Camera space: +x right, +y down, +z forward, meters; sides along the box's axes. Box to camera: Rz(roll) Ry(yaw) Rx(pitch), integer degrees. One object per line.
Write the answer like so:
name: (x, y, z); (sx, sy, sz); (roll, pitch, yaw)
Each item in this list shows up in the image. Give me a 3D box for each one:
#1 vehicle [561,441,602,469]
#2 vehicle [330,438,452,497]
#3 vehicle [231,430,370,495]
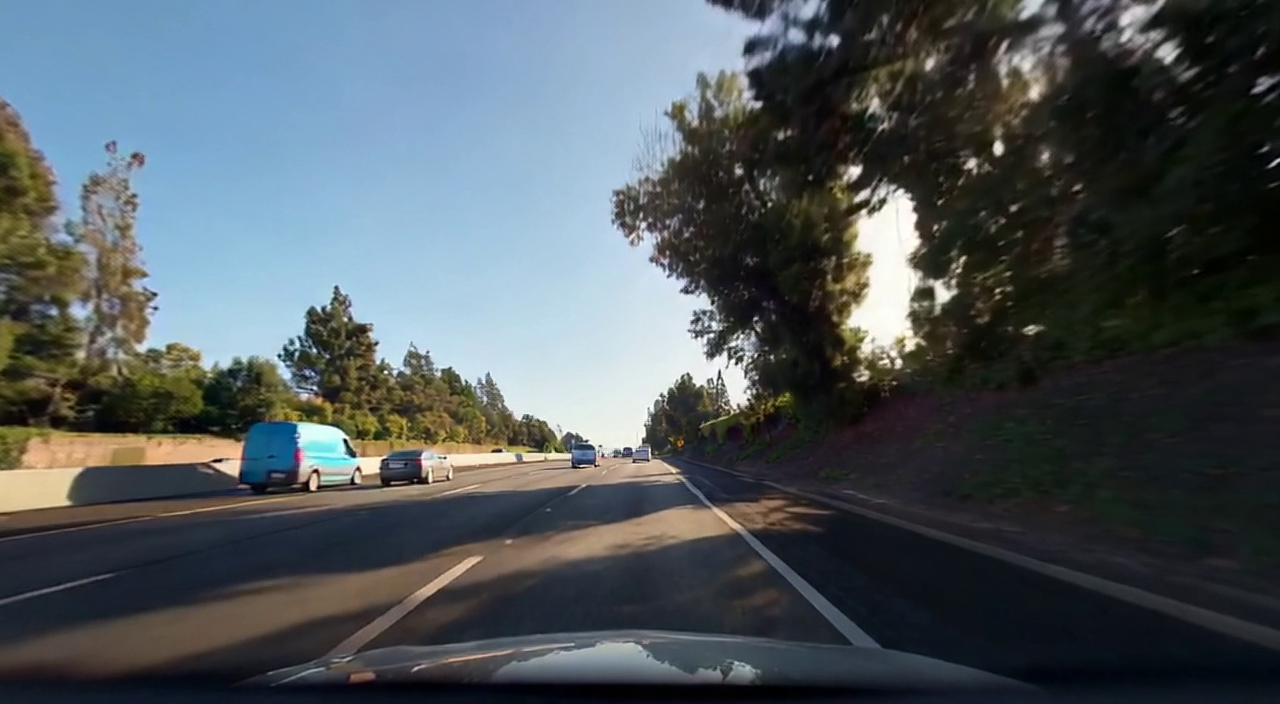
vehicle: (-4.010, 7.164, 44.191); (2.313, 1.852, 4.775); (0, -9, 2)
vehicle: (-7.433, 3.472, 19.302); (2.014, 1.598, 4.015); (0, -9, 1)
vehicle: (-10.840, 3.540, 20.592); (1.977, 1.870, 4.525); (0, -9, 0)
